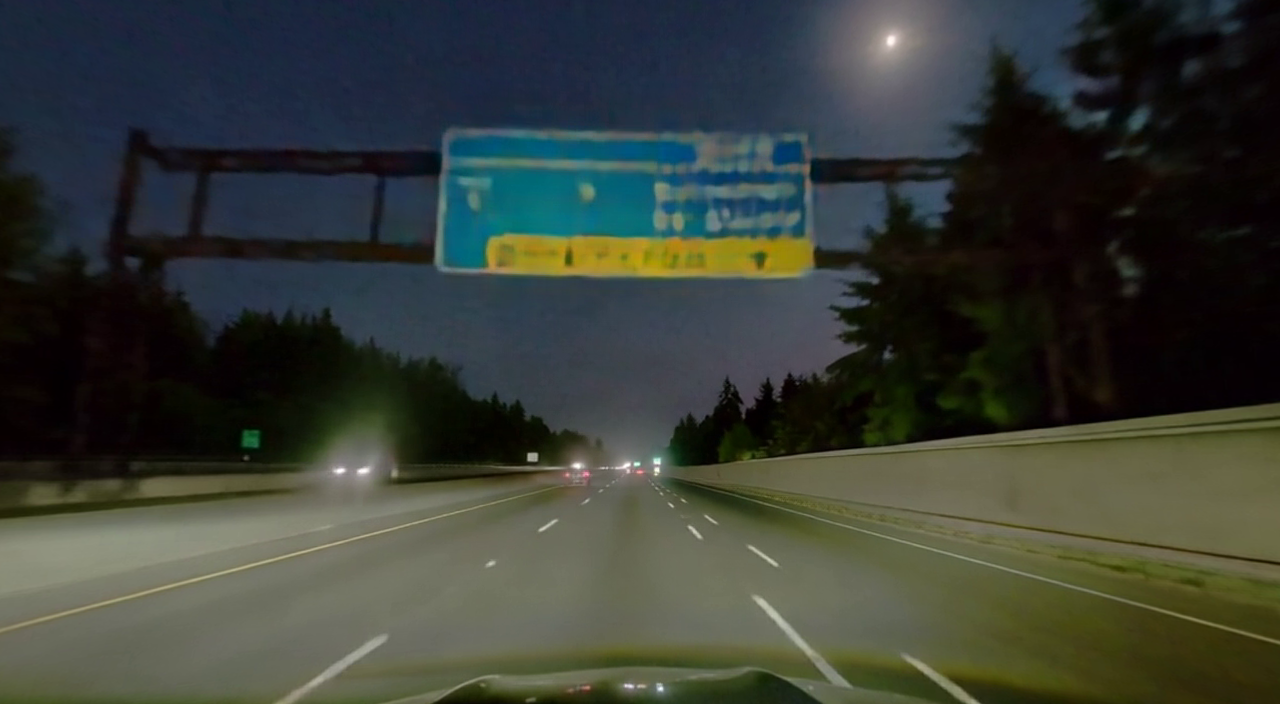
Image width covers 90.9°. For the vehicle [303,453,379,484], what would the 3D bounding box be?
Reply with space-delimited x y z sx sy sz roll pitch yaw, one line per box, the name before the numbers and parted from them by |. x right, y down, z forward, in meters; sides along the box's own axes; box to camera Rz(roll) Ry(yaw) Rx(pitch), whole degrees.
vehicle | -15.967 6.263 33.901 1.882 1.503 4.430 1 -11 0

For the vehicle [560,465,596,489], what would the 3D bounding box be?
vehicle | -4.114 8.420 42.562 2.006 1.469 4.050 1 -10 0
